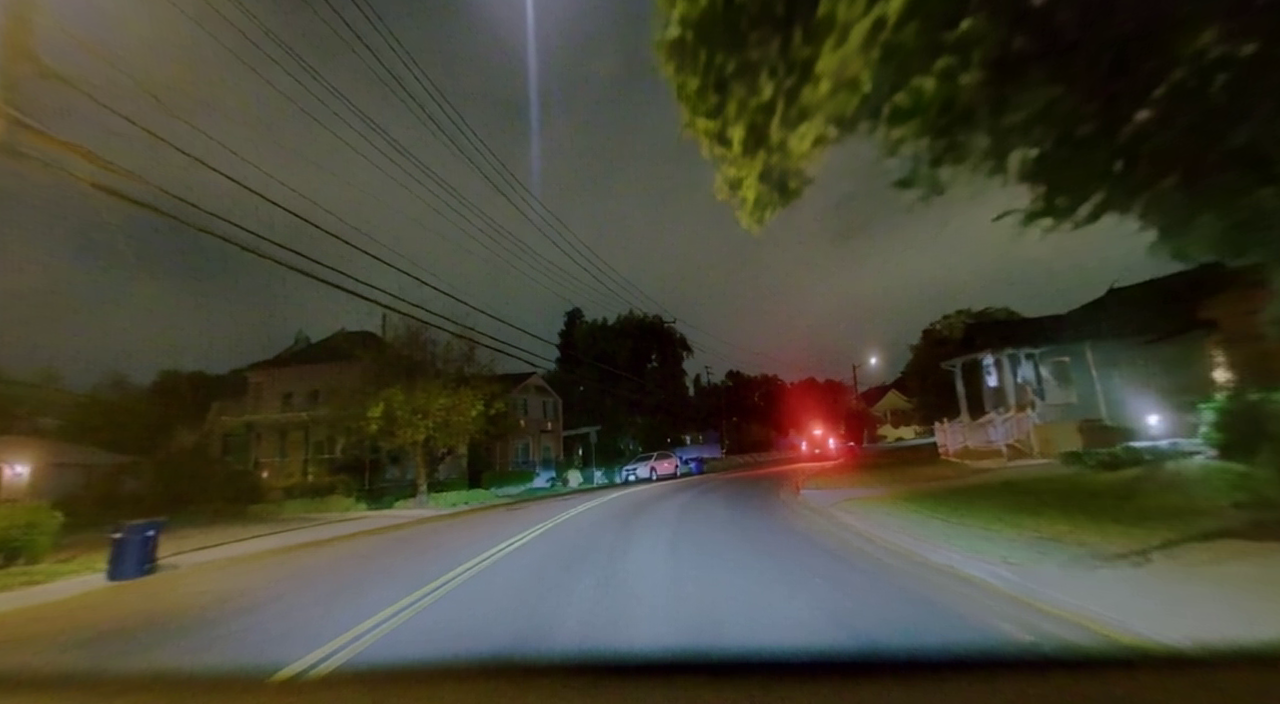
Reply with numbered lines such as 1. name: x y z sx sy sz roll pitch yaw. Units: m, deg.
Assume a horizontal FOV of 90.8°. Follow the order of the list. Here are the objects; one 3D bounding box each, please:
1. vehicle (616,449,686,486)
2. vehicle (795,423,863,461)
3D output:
1. vehicle: 0.721 6.644 36.611 2.039 1.949 4.511 -5 -10 32
2. vehicle: 10.883 5.149 36.075 2.086 1.974 4.890 -6 -10 36
